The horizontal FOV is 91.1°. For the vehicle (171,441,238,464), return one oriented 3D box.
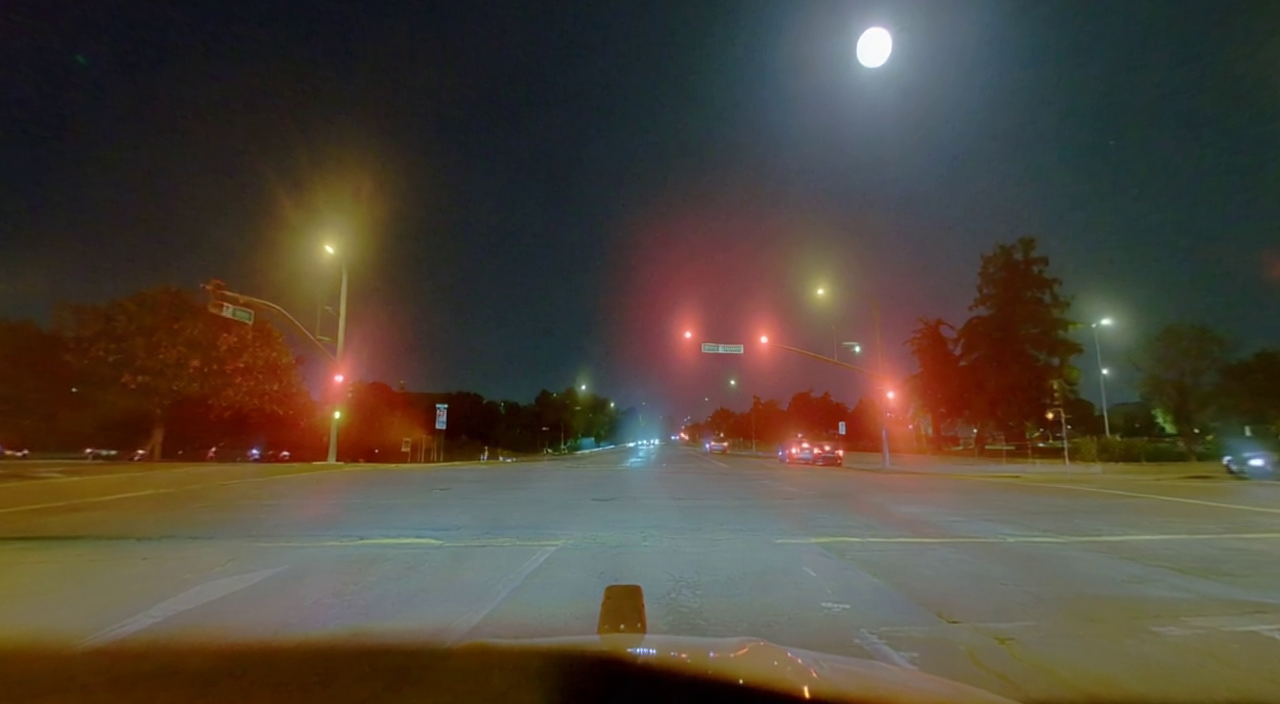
[{"bbox_3d":[-29.099,6.707,42.094,1.696,1.431,3.686,-1,-8,3],"label":"vehicle"}]
